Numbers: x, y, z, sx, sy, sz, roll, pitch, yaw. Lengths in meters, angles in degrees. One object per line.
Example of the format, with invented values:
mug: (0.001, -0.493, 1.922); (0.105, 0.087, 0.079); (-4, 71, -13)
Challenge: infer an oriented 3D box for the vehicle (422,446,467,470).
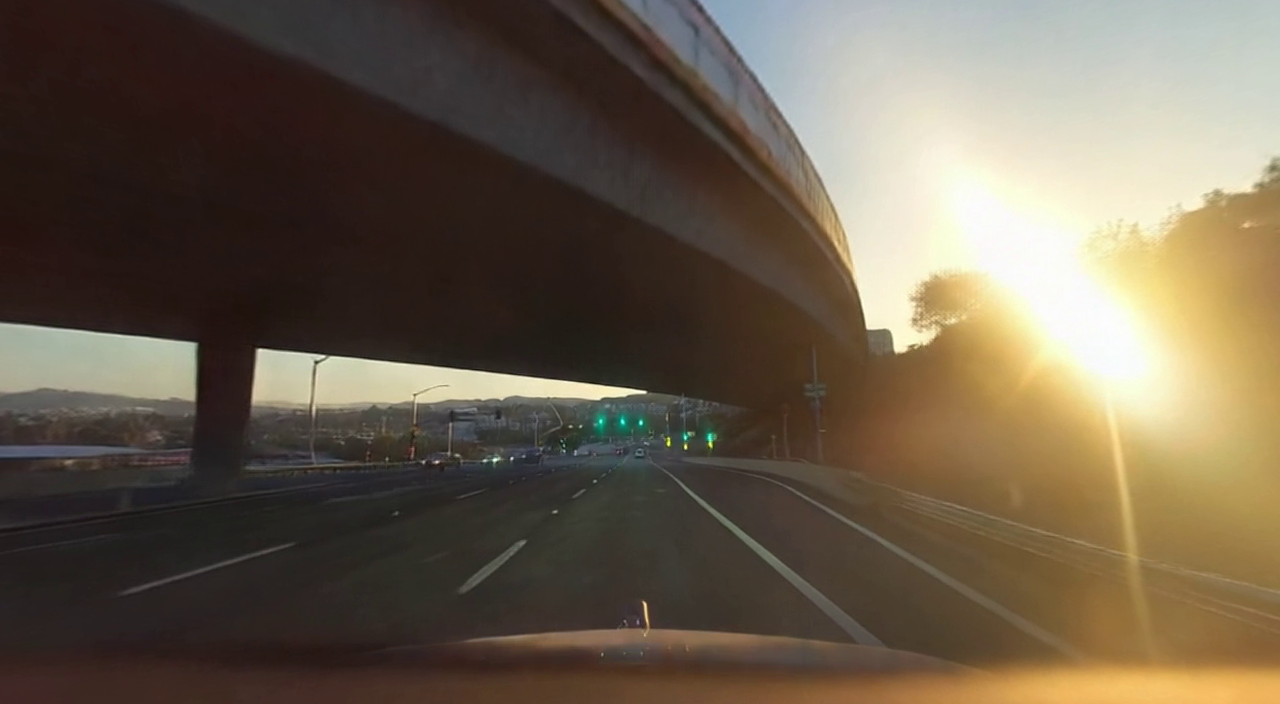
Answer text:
vehicle: (-14.631, 7.927, 47.332); (2.020, 1.719, 4.366); (0, -8, -1)
